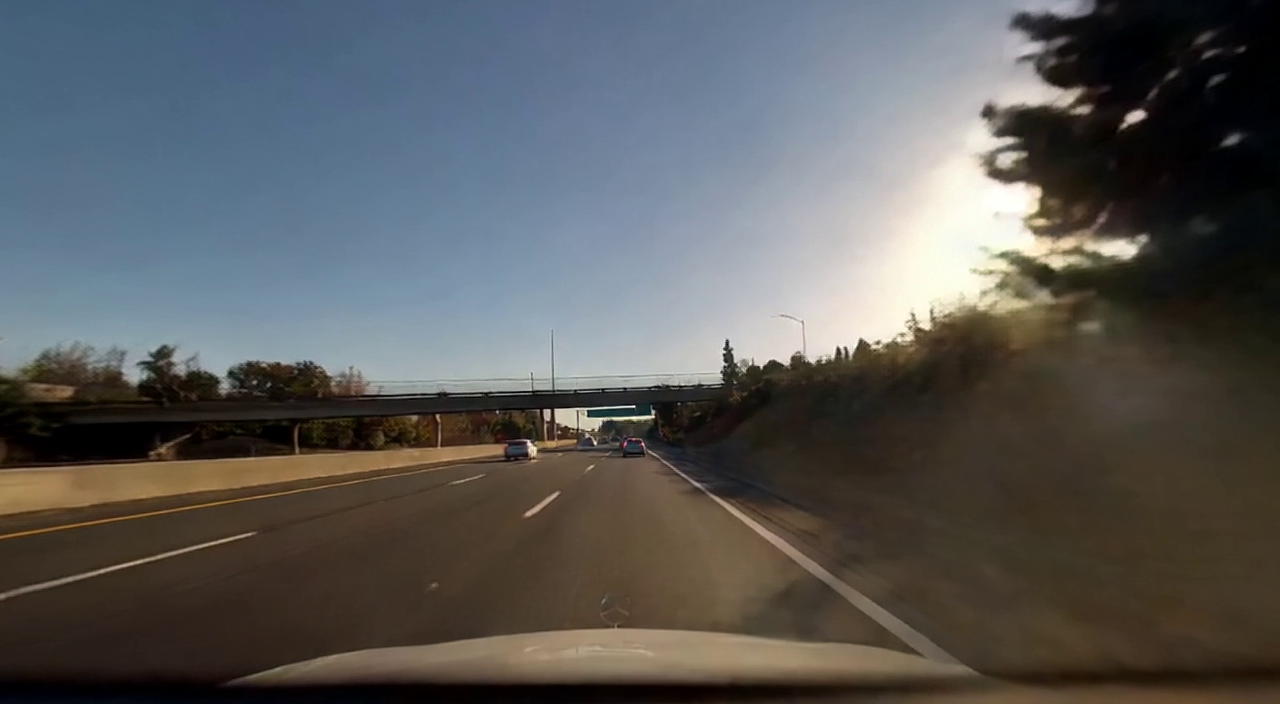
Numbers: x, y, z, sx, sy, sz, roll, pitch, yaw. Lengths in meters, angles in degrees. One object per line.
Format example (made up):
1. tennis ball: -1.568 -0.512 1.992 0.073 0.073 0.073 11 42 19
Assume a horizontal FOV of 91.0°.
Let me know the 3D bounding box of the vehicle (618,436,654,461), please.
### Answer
1. vehicle: -0.283 5.844 38.353 2.072 1.440 3.690 0 -8 -1

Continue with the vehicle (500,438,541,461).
1. vehicle: -8.141 6.675 43.306 1.939 1.504 4.727 0 -8 -1
